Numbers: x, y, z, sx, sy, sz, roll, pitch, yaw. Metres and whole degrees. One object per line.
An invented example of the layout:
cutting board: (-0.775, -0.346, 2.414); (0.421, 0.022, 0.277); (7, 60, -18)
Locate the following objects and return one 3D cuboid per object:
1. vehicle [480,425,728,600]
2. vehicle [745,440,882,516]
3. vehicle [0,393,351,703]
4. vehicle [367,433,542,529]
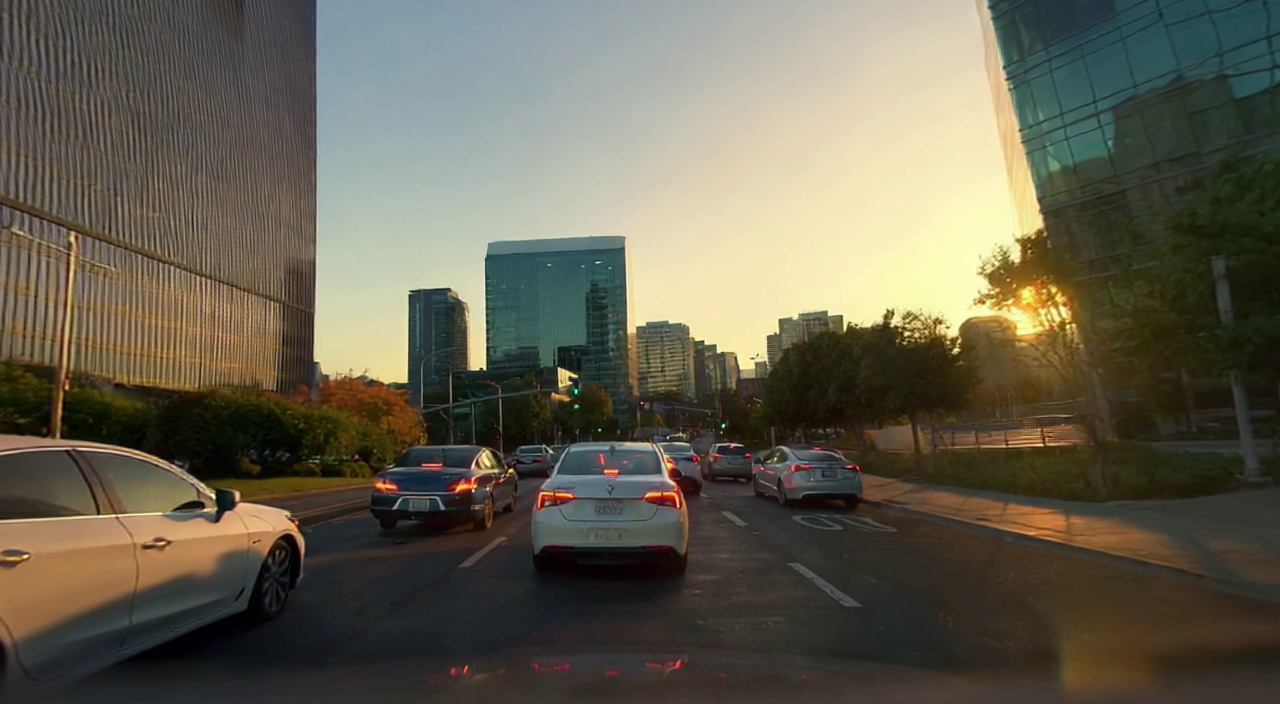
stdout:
vehicle: (-0.258, 1.741, 7.782); (2.174, 1.509, 4.374); (0, -9, 2)
vehicle: (3.853, 2.855, 14.836); (1.940, 1.514, 4.187); (0, -9, -1)
vehicle: (-3.553, 1.076, 3.500); (1.933, 1.520, 4.195); (0, -9, -1)
vehicle: (-3.340, 2.416, 12.422); (2.044, 1.508, 4.479); (0, -9, 1)
